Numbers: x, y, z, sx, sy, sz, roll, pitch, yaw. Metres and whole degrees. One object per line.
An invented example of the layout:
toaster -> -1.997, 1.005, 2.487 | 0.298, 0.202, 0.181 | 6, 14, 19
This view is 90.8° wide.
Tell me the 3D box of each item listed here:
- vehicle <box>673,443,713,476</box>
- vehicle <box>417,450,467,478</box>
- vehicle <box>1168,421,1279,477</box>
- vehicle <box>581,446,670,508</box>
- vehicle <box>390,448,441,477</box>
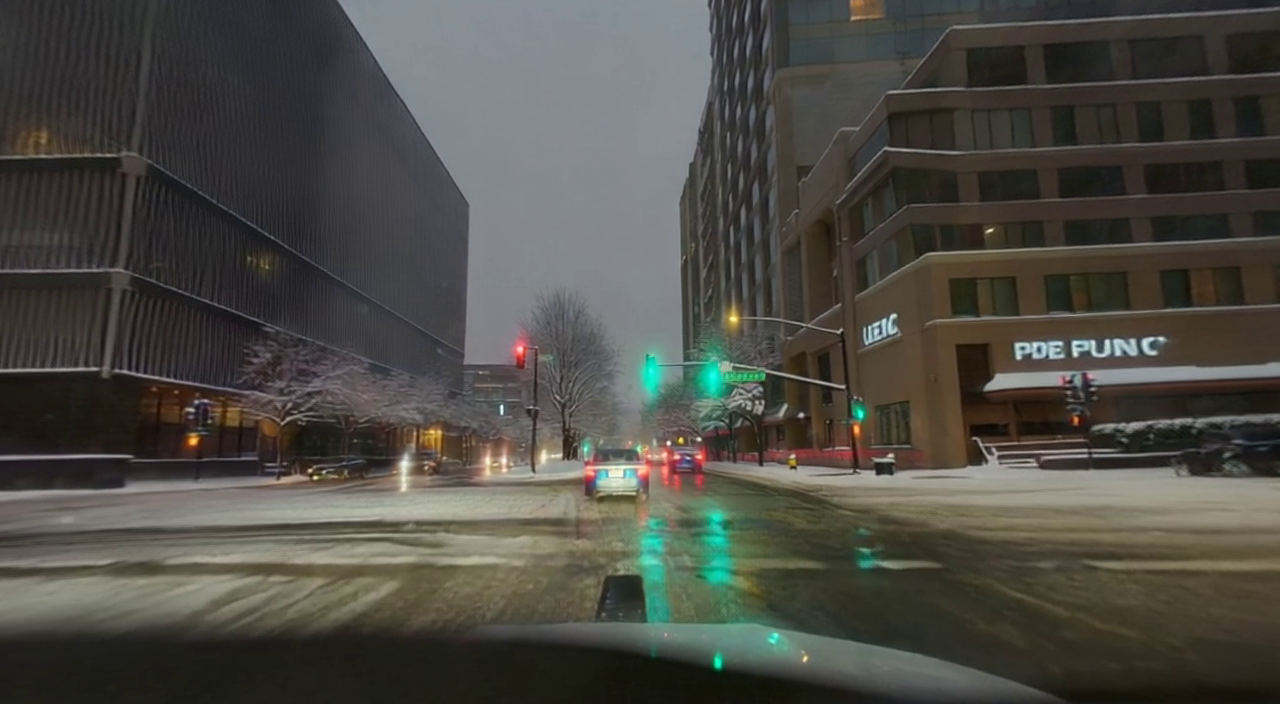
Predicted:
vehicle -> 3.186, 6.546, 38.733 | 2.078, 1.799, 4.089 | 1, -8, -1
vehicle -> -12.680, 7.176, 40.650 | 2.000, 1.507, 4.286 | -2, -7, -2
vehicle -> 23.985, 3.863, 24.761 | 4.384, 2.000, 2.345 | 1, -12, -4
vehicle -> -0.401, 3.337, 17.350 | 2.144, 1.398, 3.963 | 1, -8, -1
vehicle -> -16.223, 7.999, 45.909 | 2.119, 1.815, 4.795 | -2, -7, -1
